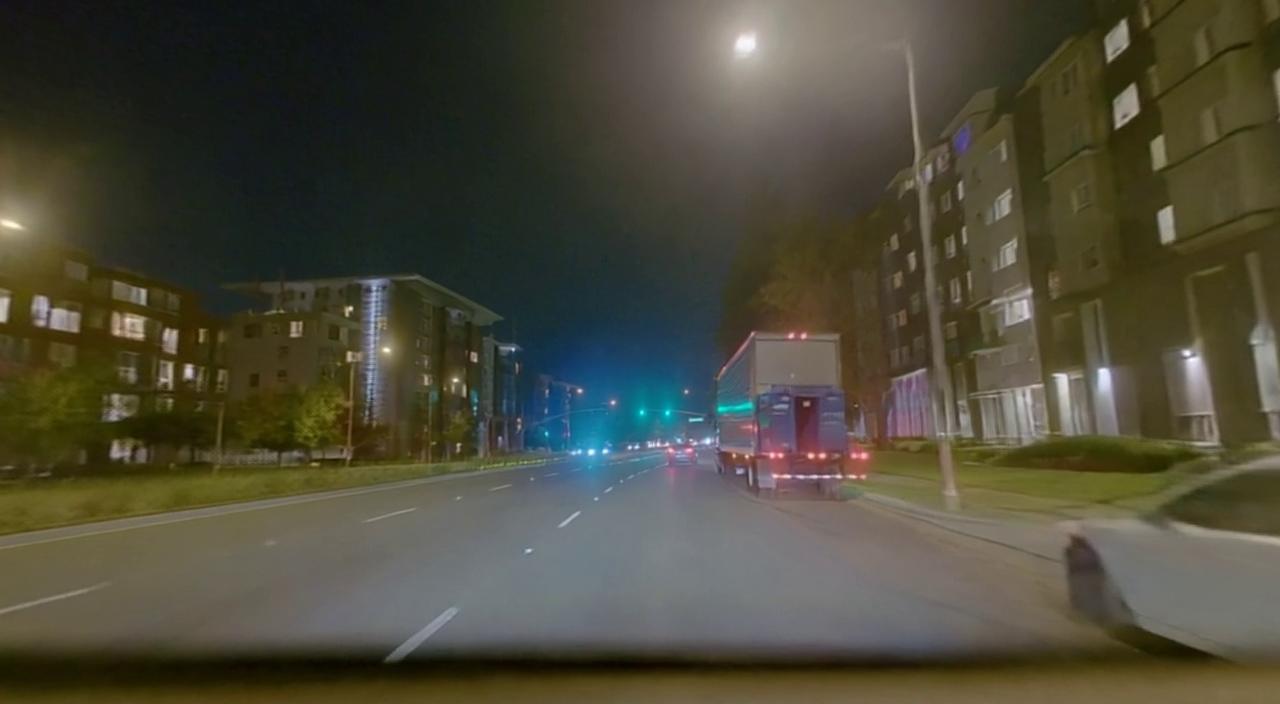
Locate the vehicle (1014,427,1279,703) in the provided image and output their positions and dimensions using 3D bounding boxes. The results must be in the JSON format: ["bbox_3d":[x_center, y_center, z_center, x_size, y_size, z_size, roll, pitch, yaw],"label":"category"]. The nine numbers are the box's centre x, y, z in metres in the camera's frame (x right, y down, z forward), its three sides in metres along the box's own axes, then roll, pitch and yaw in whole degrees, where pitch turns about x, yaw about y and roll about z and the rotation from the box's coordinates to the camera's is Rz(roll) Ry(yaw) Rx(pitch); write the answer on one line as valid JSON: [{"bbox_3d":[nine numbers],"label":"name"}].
[{"bbox_3d":[4.089,1.095,2.977,1.884,1.472,4.650,0,-8,1],"label":"vehicle"}]

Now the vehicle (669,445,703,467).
[{"bbox_3d":[3.044,6.759,41.163,1.871,1.370,4.206,-1,-8,9],"label":"vehicle"}]

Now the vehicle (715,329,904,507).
[{"bbox_3d":[4.546,2.405,20.800,3.157,3.982,13.307,0,-8,3],"label":"vehicle"}]
